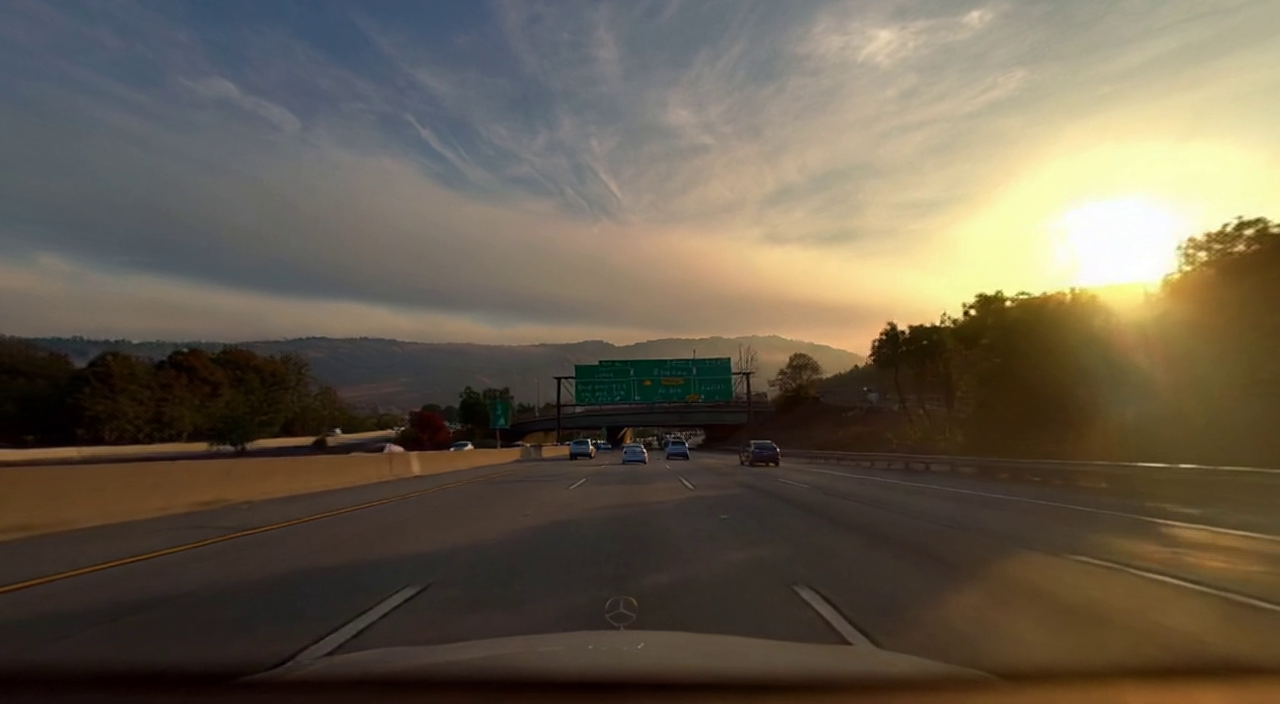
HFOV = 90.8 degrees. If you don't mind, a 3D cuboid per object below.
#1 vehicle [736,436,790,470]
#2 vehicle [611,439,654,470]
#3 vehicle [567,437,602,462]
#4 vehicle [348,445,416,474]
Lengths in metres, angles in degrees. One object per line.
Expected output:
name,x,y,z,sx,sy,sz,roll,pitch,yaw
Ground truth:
vehicle,6.307,5.239,32.855,1.936,1.625,3.991,0,-8,-1
vehicle,-0.358,5.247,32.455,2.075,1.486,4.007,0,-8,0
vehicle,-4.019,7.137,46.285,2.113,1.756,4.471,0,-8,1
vehicle,-14.041,5.838,34.631,1.832,1.464,4.390,0,-9,0
